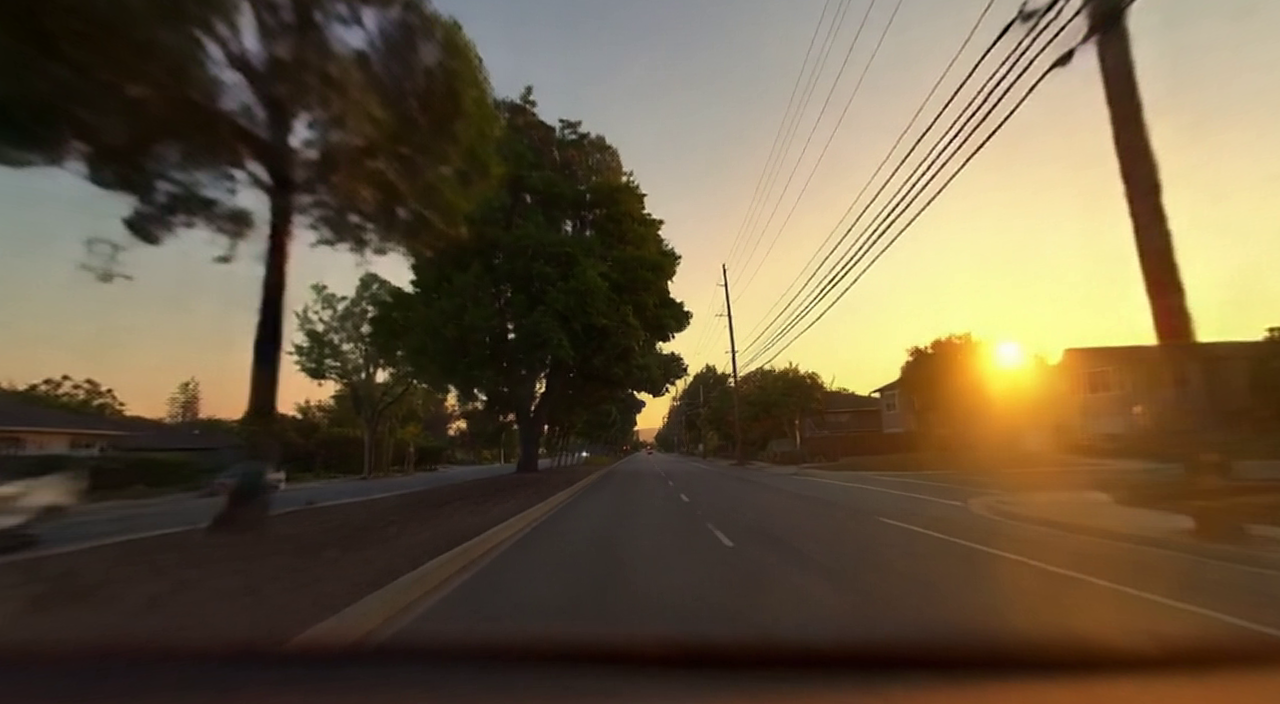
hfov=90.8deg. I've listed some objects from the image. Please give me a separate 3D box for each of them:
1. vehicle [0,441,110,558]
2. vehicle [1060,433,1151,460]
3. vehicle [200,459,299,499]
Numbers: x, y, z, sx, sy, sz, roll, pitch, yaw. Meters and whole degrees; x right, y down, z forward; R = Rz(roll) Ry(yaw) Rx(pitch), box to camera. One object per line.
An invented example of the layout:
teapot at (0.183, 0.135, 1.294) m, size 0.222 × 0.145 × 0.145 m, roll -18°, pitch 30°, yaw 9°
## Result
vehicle at (-10.349, 2.127, 9.035) m, size 1.933 × 1.709 × 4.063 m, roll 0°, pitch -8°, yaw 0°
vehicle at (30.285, 6.178, 41.184) m, size 4.300 × 1.684 × 1.904 m, roll 0°, pitch -8°, yaw 3°
vehicle at (-18.992, 6.160, 31.002) m, size 1.955 × 1.584 × 4.664 m, roll -4°, pitch -8°, yaw 0°
